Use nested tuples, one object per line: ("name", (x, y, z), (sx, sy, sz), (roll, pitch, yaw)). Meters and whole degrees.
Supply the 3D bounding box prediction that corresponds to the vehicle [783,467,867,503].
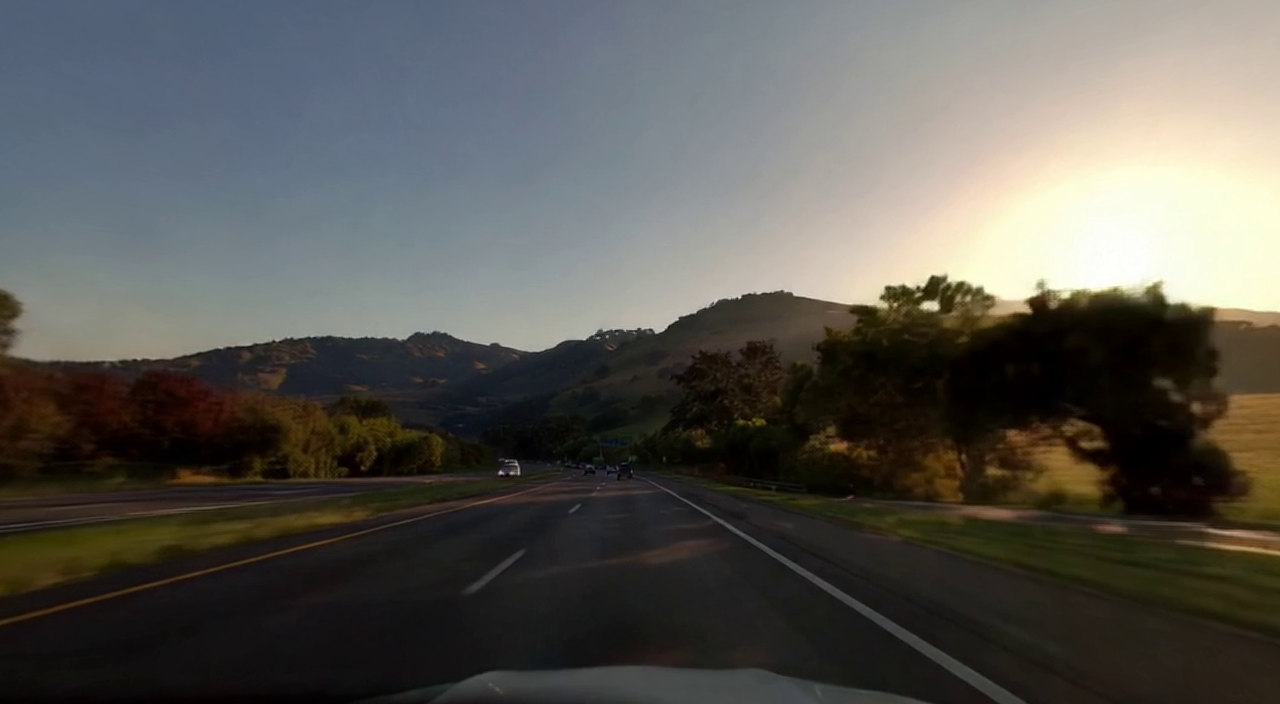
("vehicle", (9.637, 6.964, 33.258), (2.089, 1.770, 4.571), (4, -11, -15))
